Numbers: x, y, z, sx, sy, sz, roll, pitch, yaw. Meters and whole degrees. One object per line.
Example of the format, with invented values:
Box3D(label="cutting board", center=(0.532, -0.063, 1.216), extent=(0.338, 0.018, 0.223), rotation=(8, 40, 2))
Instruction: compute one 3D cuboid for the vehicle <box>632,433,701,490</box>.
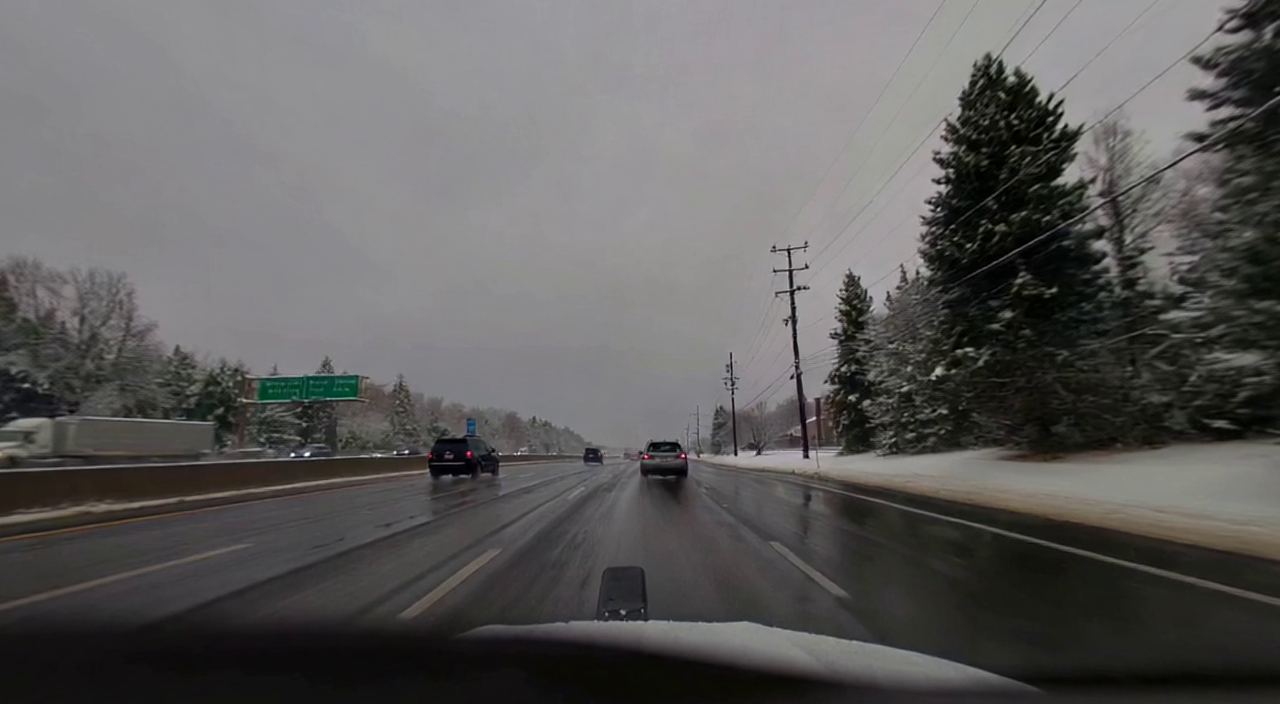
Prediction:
Box3D(label="vehicle", center=(0.828, 3.702, 21.623), extent=(2.134, 1.733, 4.049), rotation=(0, -8, 0))

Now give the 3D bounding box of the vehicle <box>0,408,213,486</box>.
Box3D(label="vehicle", center=(-27.376, 4.744, 31.576), extent=(2.964, 3.111, 12.904), rotation=(0, -8, 0))

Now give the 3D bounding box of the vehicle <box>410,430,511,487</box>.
Box3D(label="vehicle", center=(-6.294, 3.795, 22.798), extent=(2.220, 1.841, 4.516), rotation=(0, -8, 1))
